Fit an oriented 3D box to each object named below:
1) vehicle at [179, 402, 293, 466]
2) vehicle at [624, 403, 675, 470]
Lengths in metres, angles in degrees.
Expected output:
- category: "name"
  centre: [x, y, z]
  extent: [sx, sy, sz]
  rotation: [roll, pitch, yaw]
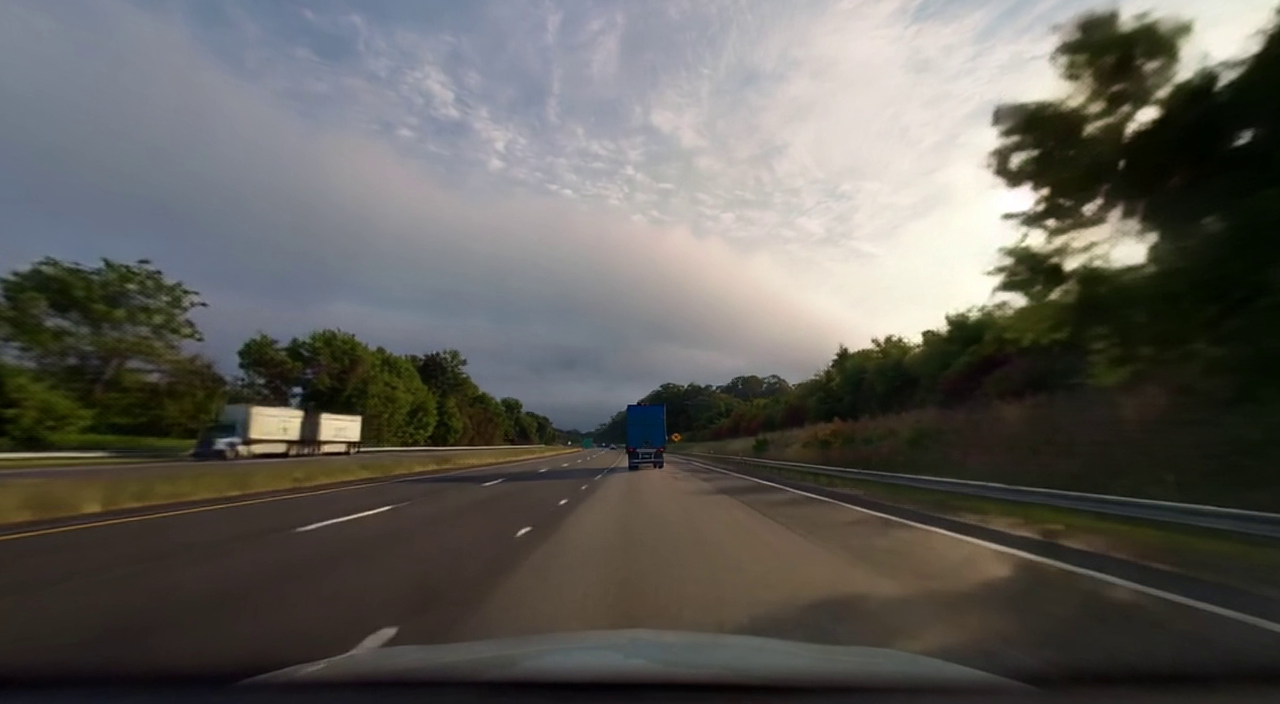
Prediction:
- category: "vehicle"
  centre: [-23.322, 4.839, 36.836]
  extent: [2.826, 3.425, 5.785]
  rotation: [0, -9, -2]
- category: "vehicle"
  centre: [0.415, 5.927, 43.466]
  extent: [3.055, 4.009, 10.972]
  rotation: [0, -9, -2]
